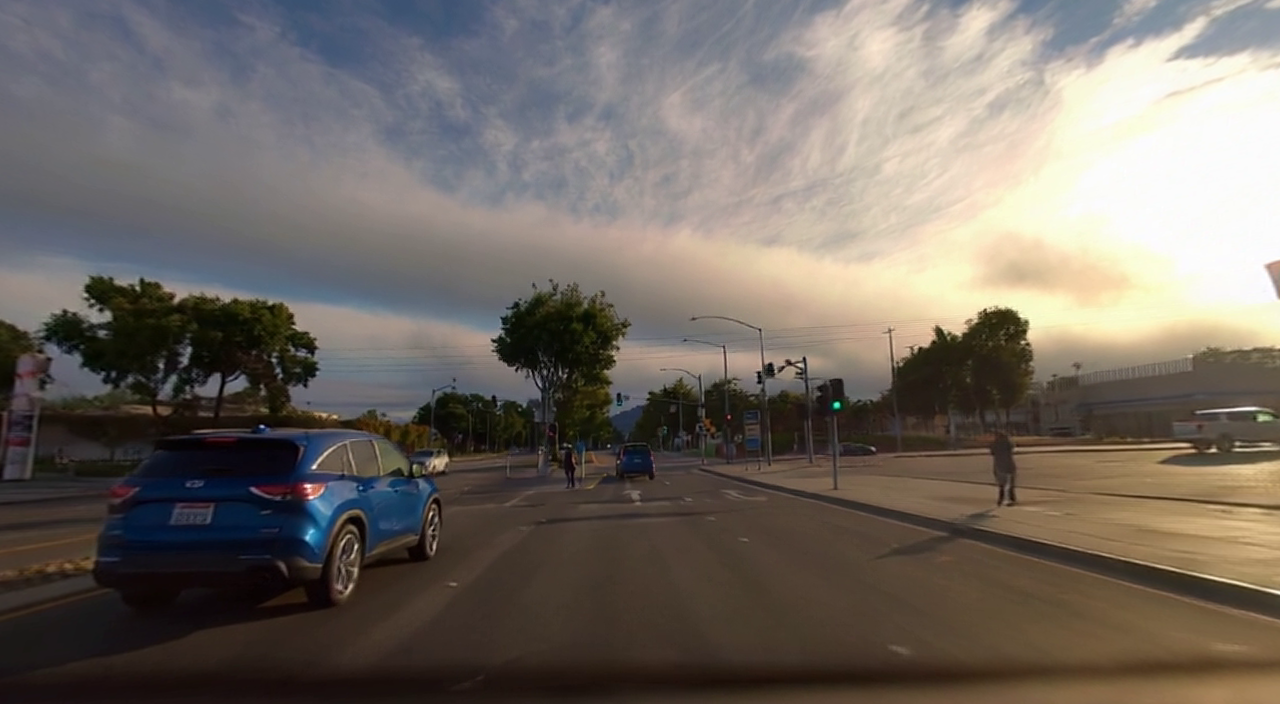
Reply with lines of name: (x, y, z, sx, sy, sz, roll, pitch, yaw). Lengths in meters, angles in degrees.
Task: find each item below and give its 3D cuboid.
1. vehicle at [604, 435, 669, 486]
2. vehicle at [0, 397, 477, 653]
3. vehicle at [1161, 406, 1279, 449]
vehicle: (-0.211, 4.705, 27.546, 2.552, 1.999, 5.498, 0, -9, -1)
vehicle: (-3.535, 1.558, 6.824, 2.247, 1.734, 4.919, 0, -9, -1)
vehicle: (28.090, 3.599, 29.654, 5.102, 1.893, 2.120, 0, -9, -1)
